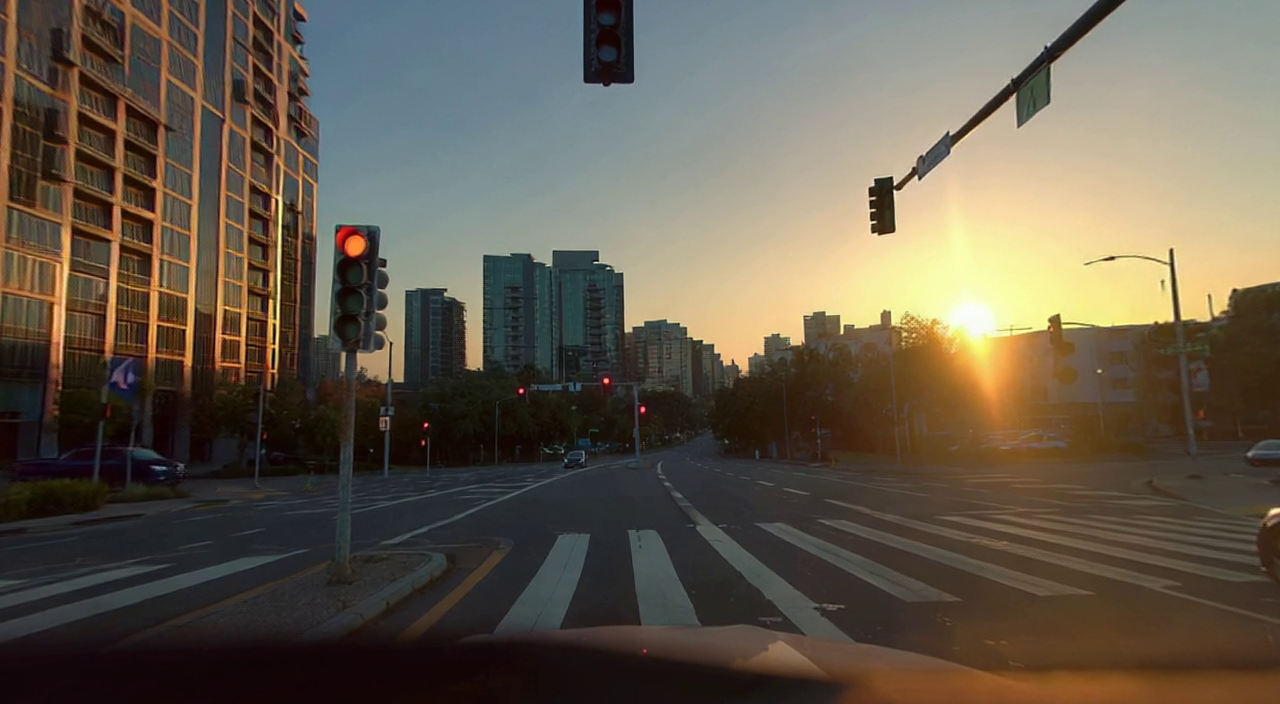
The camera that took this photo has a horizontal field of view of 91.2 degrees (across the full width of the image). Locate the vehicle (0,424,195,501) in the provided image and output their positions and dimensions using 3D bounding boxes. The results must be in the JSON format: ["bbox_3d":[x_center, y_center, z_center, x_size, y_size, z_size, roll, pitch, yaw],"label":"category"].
[{"bbox_3d":[-24.269,4.818,27.590,7.088,3.096,2.678,0,-9,-2],"label":"vehicle"}]
